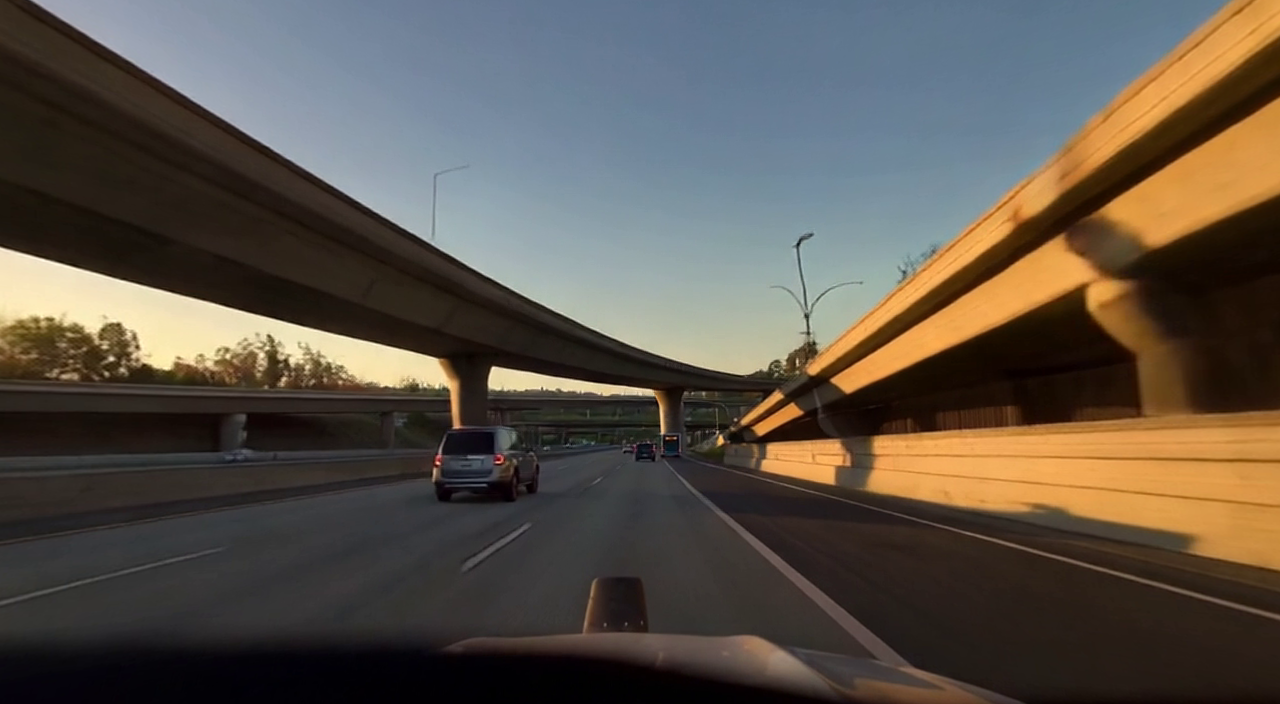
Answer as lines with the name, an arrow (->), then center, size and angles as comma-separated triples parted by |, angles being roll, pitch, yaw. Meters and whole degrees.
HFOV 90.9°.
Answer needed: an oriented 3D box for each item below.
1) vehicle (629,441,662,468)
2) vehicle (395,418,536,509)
vehicle -> 0.369, 6.840, 42.192 | 2.052, 1.711, 4.223 | -1, -9, 0
vehicle -> -4.150, 2.761, 16.012 | 2.147, 1.918, 4.834 | -1, -9, 1
